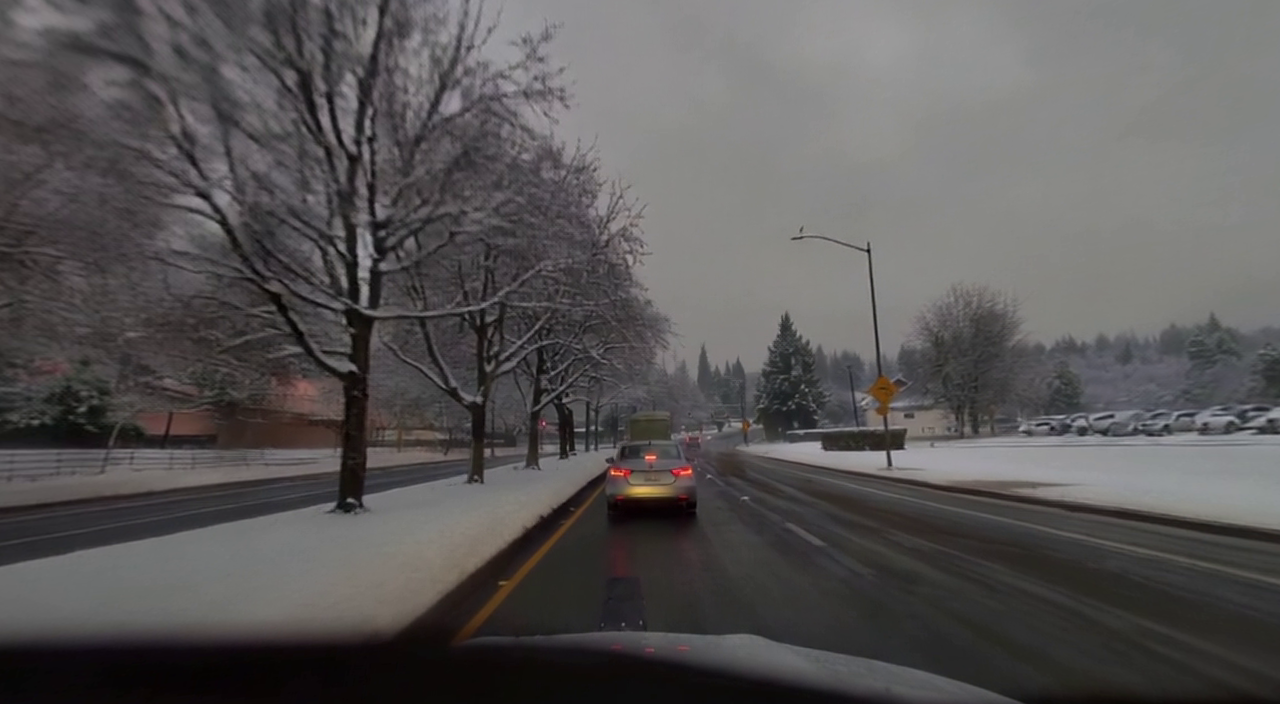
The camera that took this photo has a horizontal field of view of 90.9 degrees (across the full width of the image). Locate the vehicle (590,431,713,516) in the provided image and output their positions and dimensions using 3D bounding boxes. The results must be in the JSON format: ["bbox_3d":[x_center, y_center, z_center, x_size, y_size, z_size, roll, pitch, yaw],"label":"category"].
[{"bbox_3d":[0.160,2.381,12.857,2.093,1.442,3.977,0,-8,-1],"label":"vehicle"}]

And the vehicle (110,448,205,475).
[{"bbox_3d":[-30.004,6.802,39.274,4.342,1.621,1.967,-1,-8,5],"label":"vehicle"}]

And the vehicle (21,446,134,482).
[{"bbox_3d":[-30.247,6.021,34.014,4.266,1.600,1.877,-3,-8,-2],"label":"vehicle"}]
